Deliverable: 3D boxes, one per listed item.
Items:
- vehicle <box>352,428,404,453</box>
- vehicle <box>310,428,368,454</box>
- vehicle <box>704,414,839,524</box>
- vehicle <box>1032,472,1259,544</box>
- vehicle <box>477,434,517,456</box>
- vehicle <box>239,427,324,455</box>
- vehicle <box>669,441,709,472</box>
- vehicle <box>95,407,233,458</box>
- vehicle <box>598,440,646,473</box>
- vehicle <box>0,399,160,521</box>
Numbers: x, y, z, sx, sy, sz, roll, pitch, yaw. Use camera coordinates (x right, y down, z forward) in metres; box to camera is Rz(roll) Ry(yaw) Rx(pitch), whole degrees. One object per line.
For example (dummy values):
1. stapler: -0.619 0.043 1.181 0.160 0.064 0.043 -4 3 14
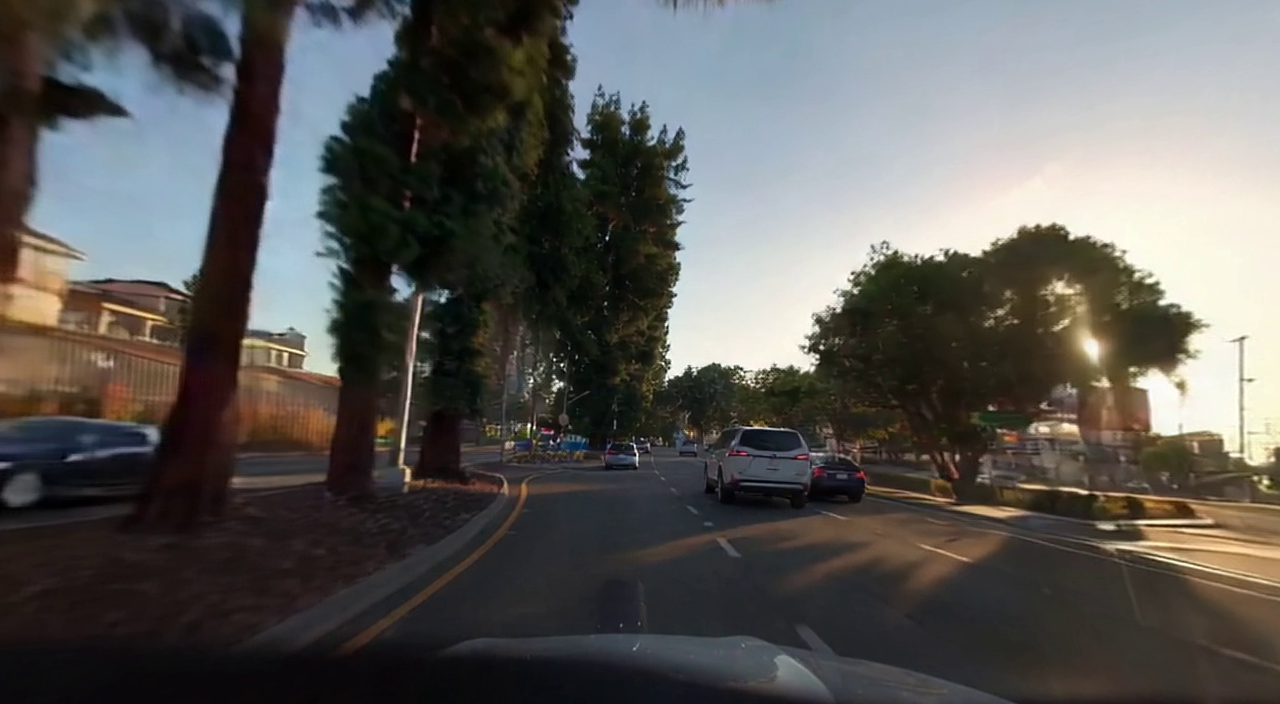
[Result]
1. vehicle: -19.473 6.632 47.200 1.958 1.756 4.530 0 -9 0
2. vehicle: -19.486 5.808 41.115 1.780 1.546 4.060 0 -9 -1
3. vehicle: 2.820 2.607 14.527 2.035 1.940 4.299 5 -9 0
4. vehicle: 14.296 4.422 18.208 4.545 1.770 2.057 -2 -9 10
5. vehicle: -11.189 7.307 49.687 2.105 1.645 4.590 0 -9 0
6. vehicle: -19.316 4.863 34.288 1.913 1.417 4.592 0 -9 0
7. vehicle: 2.834 6.140 37.421 1.922 1.708 4.126 0 -9 -2
8. vehicle: -19.308 3.360 25.994 2.056 1.899 4.803 0 -9 -2
9. vehicle: -0.789 4.910 29.848 2.119 1.460 3.847 0 -9 0
10. vehicle: -8.672 1.357 7.952 1.861 1.456 4.303 0 -9 0
